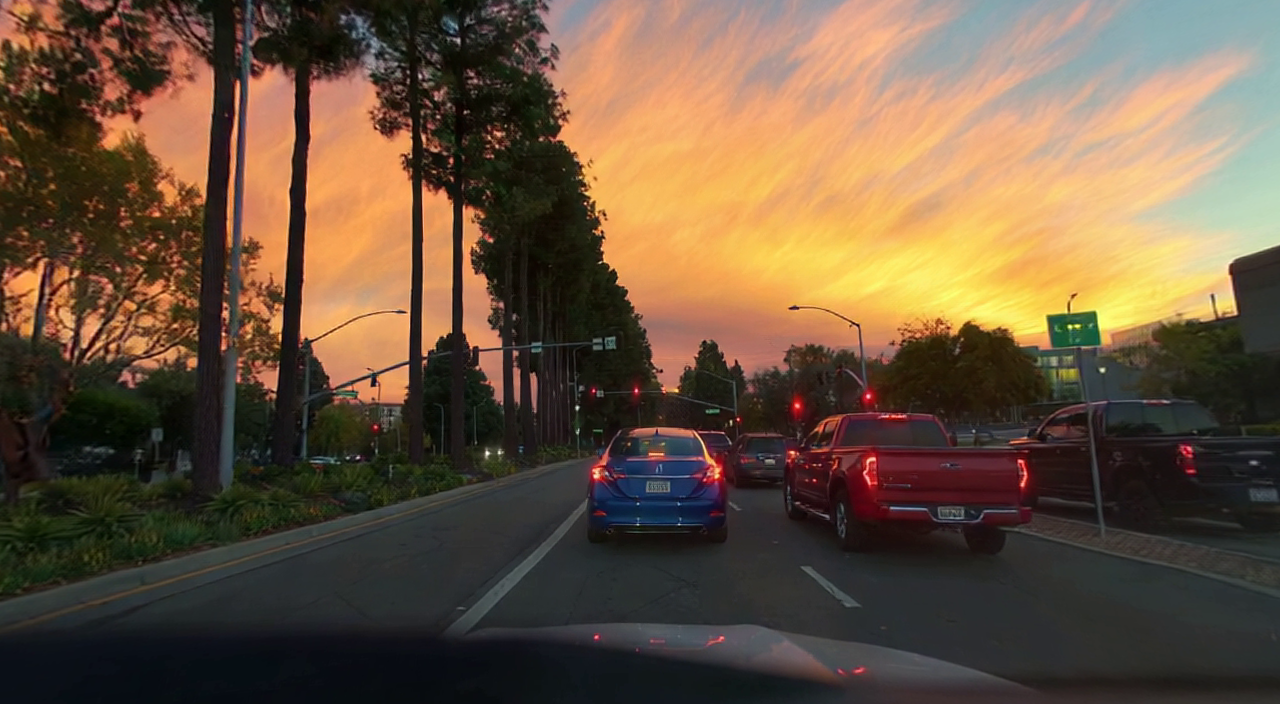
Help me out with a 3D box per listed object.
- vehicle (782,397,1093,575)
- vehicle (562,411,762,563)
[{"bbox_3d":[3.394,1.631,8.384,2.099,1.725,4.290,0,-8,1],"label":"vehicle"},{"bbox_3d":[0.246,1.775,8.962,2.168,1.641,4.039,0,-8,0],"label":"vehicle"}]
